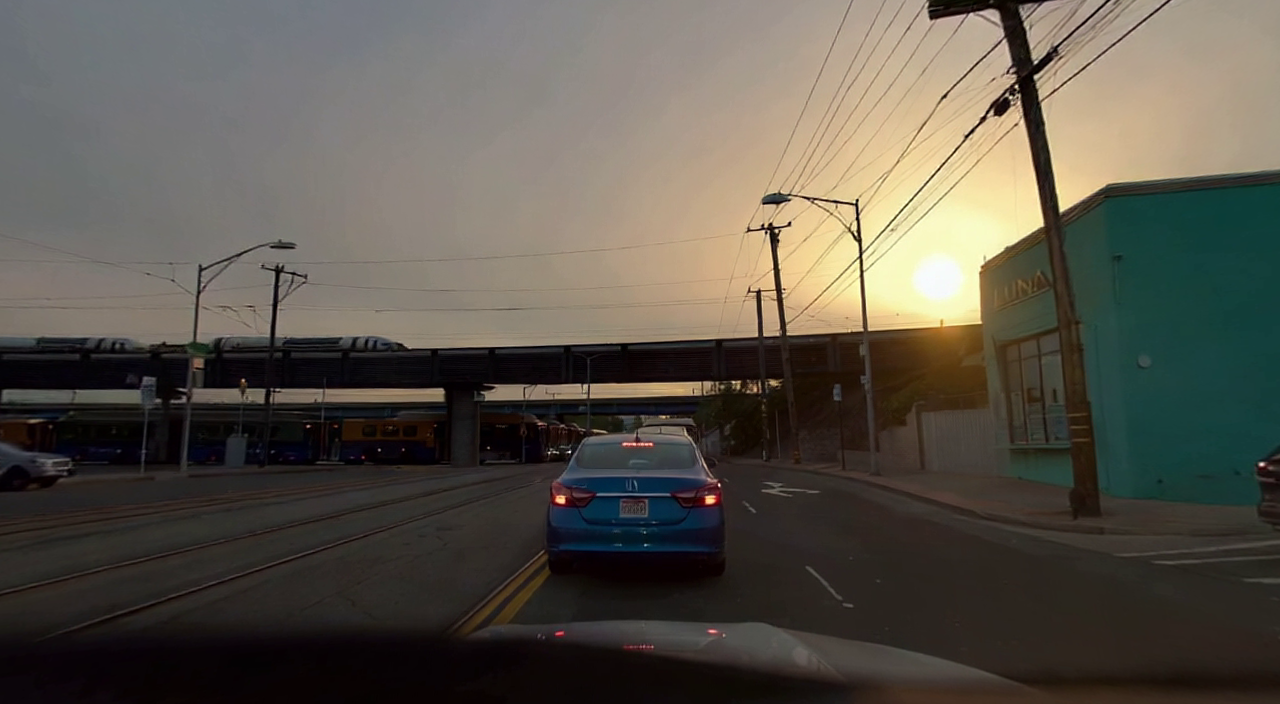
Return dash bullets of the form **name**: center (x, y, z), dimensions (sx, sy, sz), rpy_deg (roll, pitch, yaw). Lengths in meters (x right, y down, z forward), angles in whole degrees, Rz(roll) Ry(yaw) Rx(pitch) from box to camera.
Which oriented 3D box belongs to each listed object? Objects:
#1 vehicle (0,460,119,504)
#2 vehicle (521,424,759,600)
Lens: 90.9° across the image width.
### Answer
- **vehicle**: center (-21.944, 4.678, 22.828), dimensions (4.566, 1.453, 1.935), rpy_deg (-1, -9, 5)
- **vehicle**: center (0.086, 1.714, 7.613), dimensions (2.090, 1.518, 4.033), rpy_deg (-1, -9, 3)
